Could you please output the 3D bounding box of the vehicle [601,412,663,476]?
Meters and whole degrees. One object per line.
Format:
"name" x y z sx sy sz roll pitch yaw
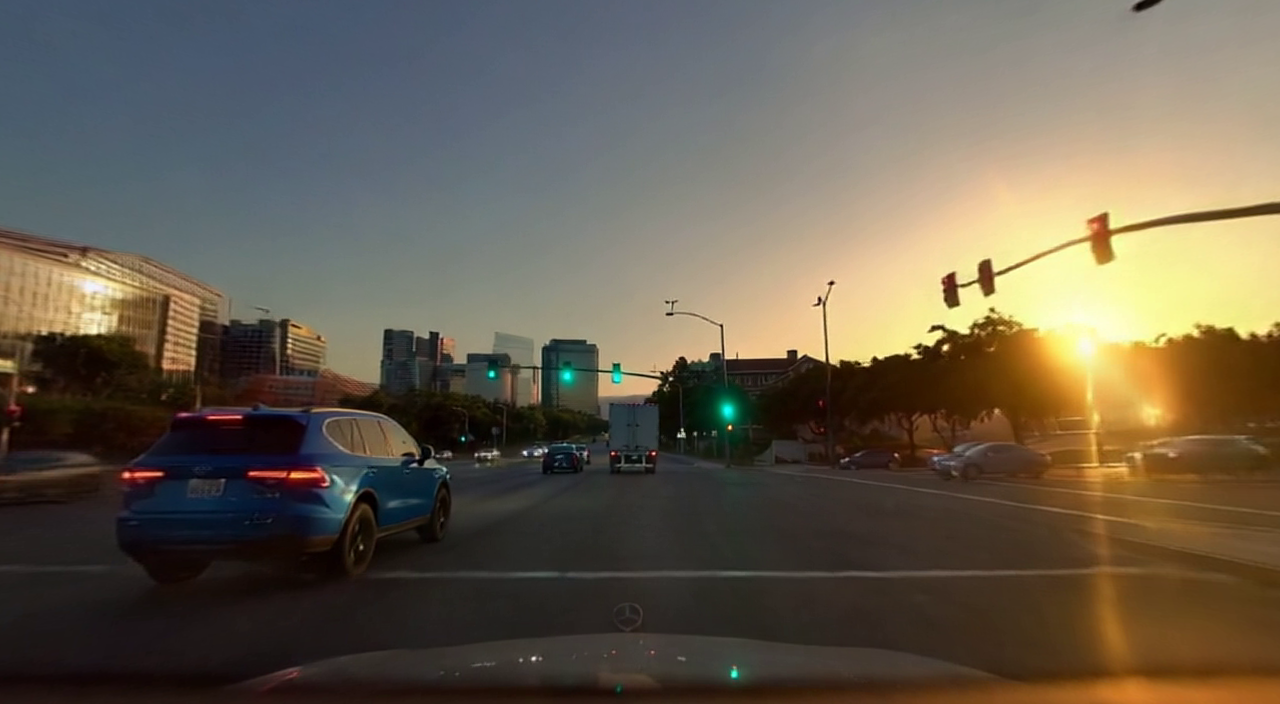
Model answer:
"vehicle" -0.366 4.935 33.721 2.993 3.051 6.692 0 -9 0

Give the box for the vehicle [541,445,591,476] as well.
"vehicle" -3.701 5.488 32.063 2.023 1.483 4.143 0 -9 0

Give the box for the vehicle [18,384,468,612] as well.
"vehicle" -3.883 1.539 7.597 2.178 1.826 4.933 0 -9 0

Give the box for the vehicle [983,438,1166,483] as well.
"vehicle" 15.358 3.843 22.421 4.983 1.511 2.077 0 -9 -1

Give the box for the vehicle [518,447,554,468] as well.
"vehicle" -7.572 7.736 46.118 1.933 1.477 4.119 0 -9 -1

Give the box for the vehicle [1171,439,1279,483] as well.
"vehicle" 22.403 3.908 22.577 4.716 1.494 2.001 0 -9 0
